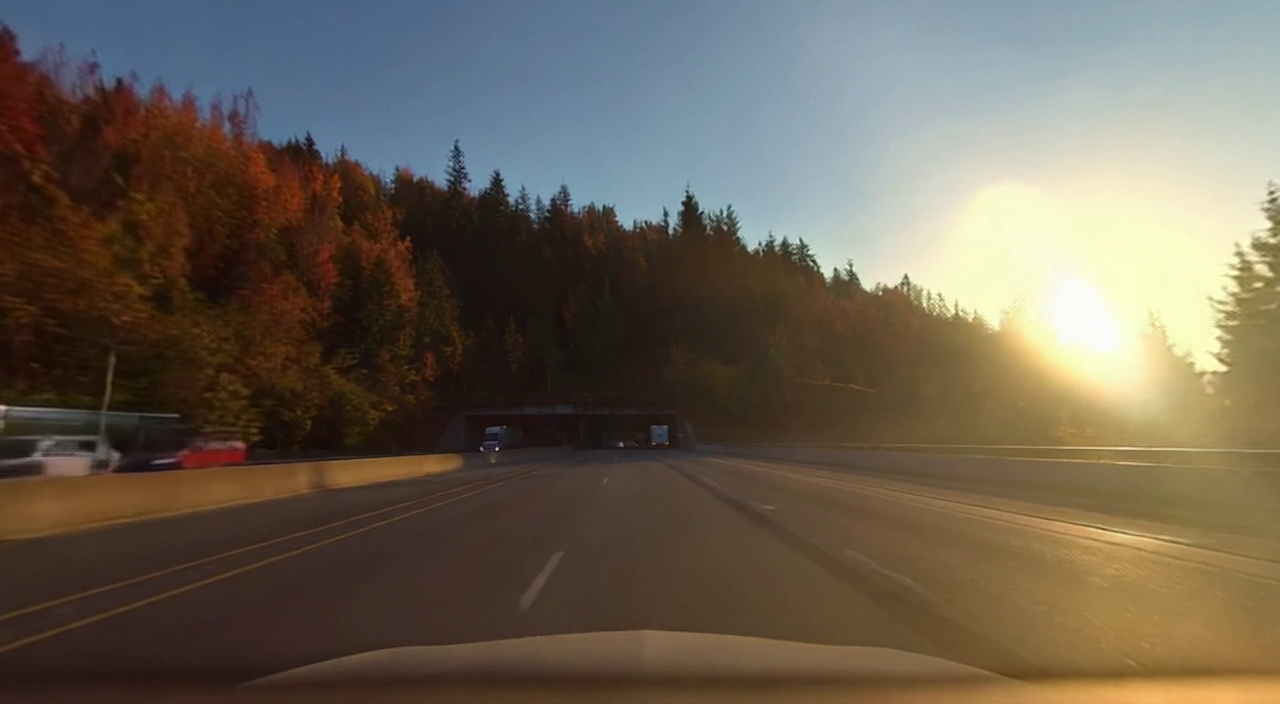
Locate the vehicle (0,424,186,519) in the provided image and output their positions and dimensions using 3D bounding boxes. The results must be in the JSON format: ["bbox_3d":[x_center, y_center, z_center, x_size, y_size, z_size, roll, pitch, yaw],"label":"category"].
[{"bbox_3d":[-19.198,3.764,20.457,2.774,2.605,8.096,0,-8,0],"label":"vehicle"}]

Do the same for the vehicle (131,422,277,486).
[{"bbox_3d":[-19.288,4.521,28.275,2.386,2.549,5.677,-1,-8,1],"label":"vehicle"}]
